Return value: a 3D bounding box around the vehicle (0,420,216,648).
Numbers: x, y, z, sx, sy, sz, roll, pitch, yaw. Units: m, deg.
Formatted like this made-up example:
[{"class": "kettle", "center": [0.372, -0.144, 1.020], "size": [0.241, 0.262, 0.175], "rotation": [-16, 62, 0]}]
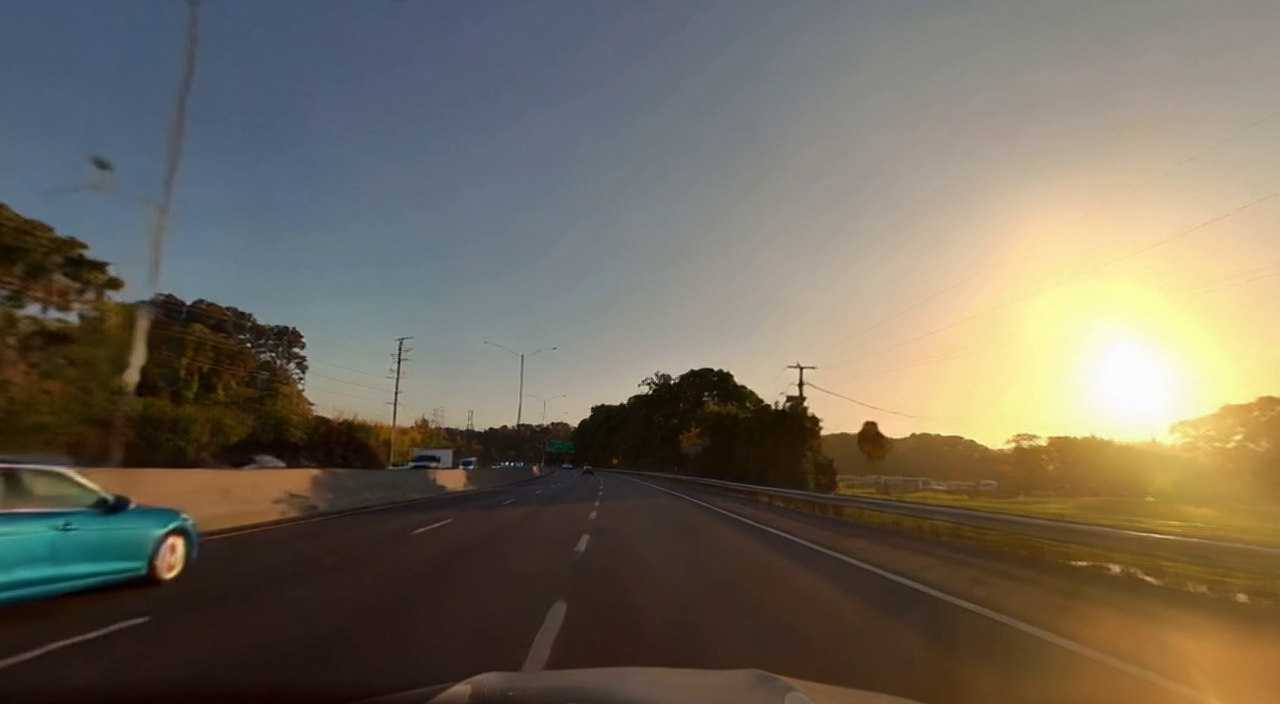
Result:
[{"class": "vehicle", "center": [-5.953, 1.401, 4.943], "size": [2.194, 1.704, 4.421], "rotation": [1, -10, -2]}]
